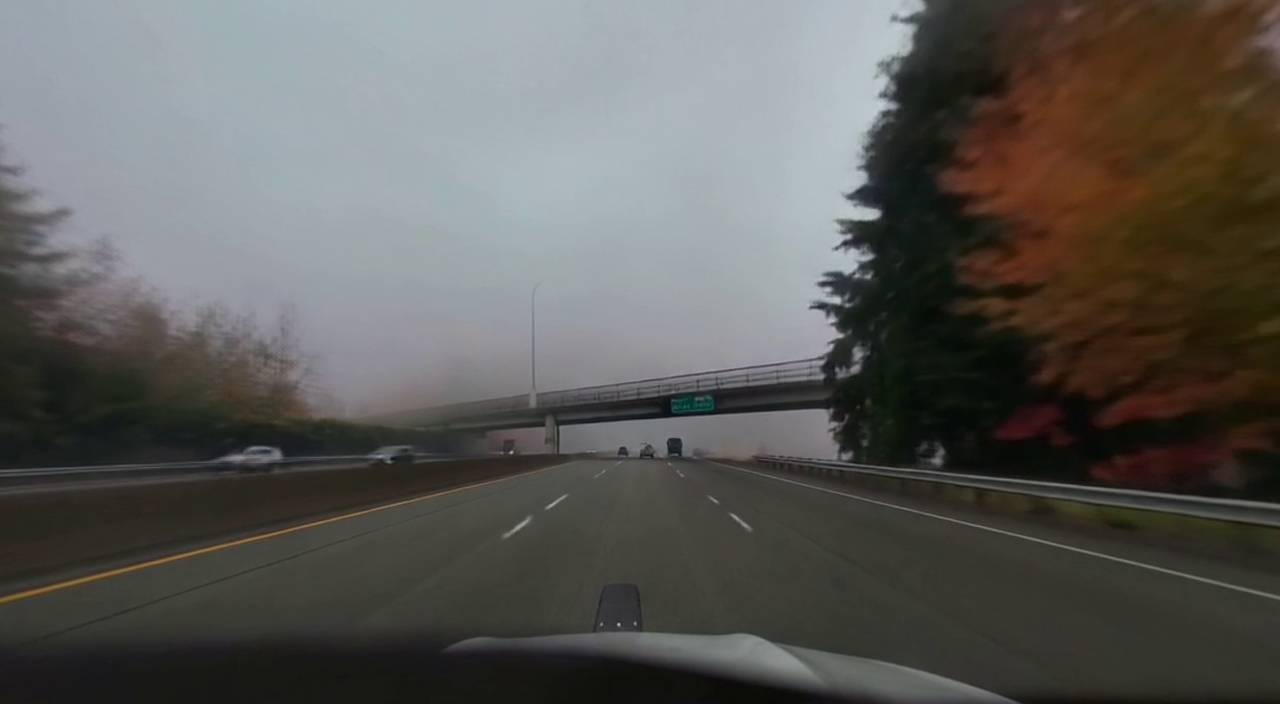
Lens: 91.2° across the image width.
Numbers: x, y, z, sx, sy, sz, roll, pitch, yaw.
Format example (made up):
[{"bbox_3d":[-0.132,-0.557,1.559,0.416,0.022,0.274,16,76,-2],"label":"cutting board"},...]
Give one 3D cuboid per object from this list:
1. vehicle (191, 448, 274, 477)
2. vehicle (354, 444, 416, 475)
[{"bbox_3d":[-23.932,6.478,36.993,1.913,1.623,4.082,-1,-9,5],"label":"vehicle"},{"bbox_3d":[-16.293,6.903,40.325,2.014,1.839,4.356,-1,-9,2],"label":"vehicle"}]
